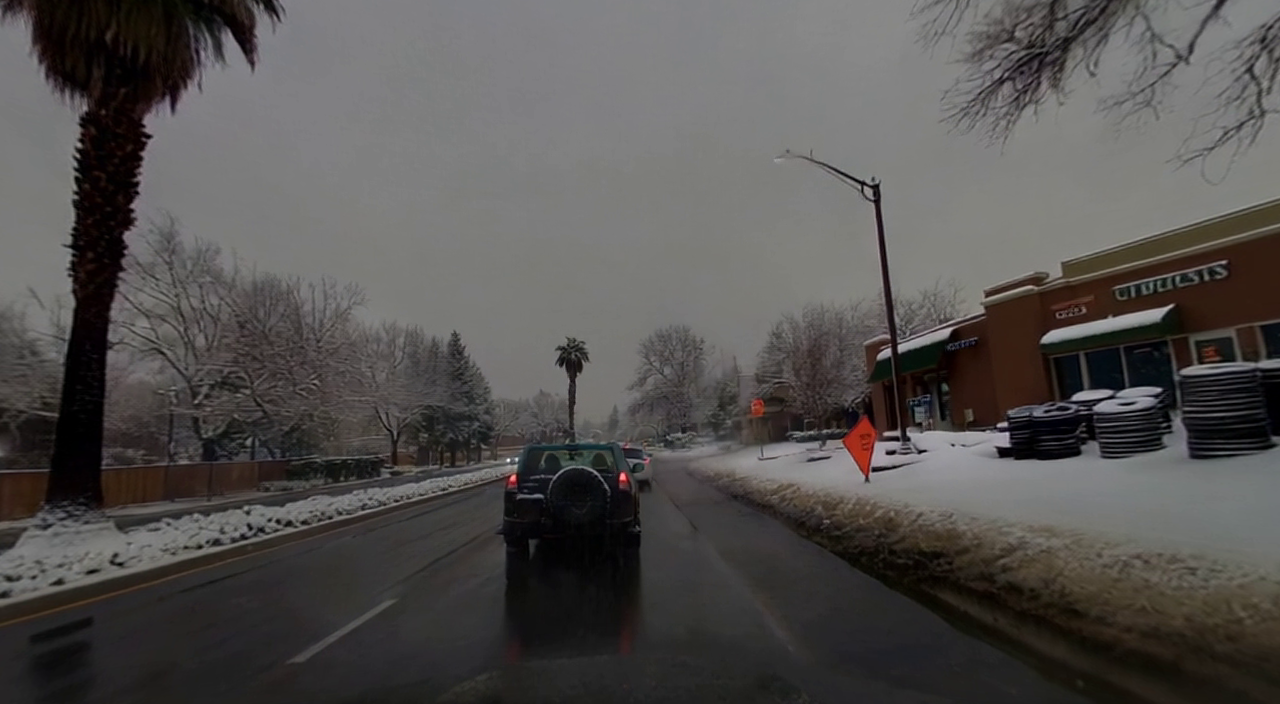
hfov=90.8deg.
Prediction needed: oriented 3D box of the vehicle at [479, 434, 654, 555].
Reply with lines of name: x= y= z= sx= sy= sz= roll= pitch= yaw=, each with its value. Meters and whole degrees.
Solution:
vehicle: x=-0.972 y=2.087 z=9.983 sx=2.169 sy=1.495 sz=4.048 roll=0 pitch=-8 yaw=-2

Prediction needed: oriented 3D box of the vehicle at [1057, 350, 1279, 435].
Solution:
vehicle: x=13.385 y=1.194 z=16.349 sx=1.854 sy=1.693 sz=4.798 roll=-1 pitch=-10 yaw=0
